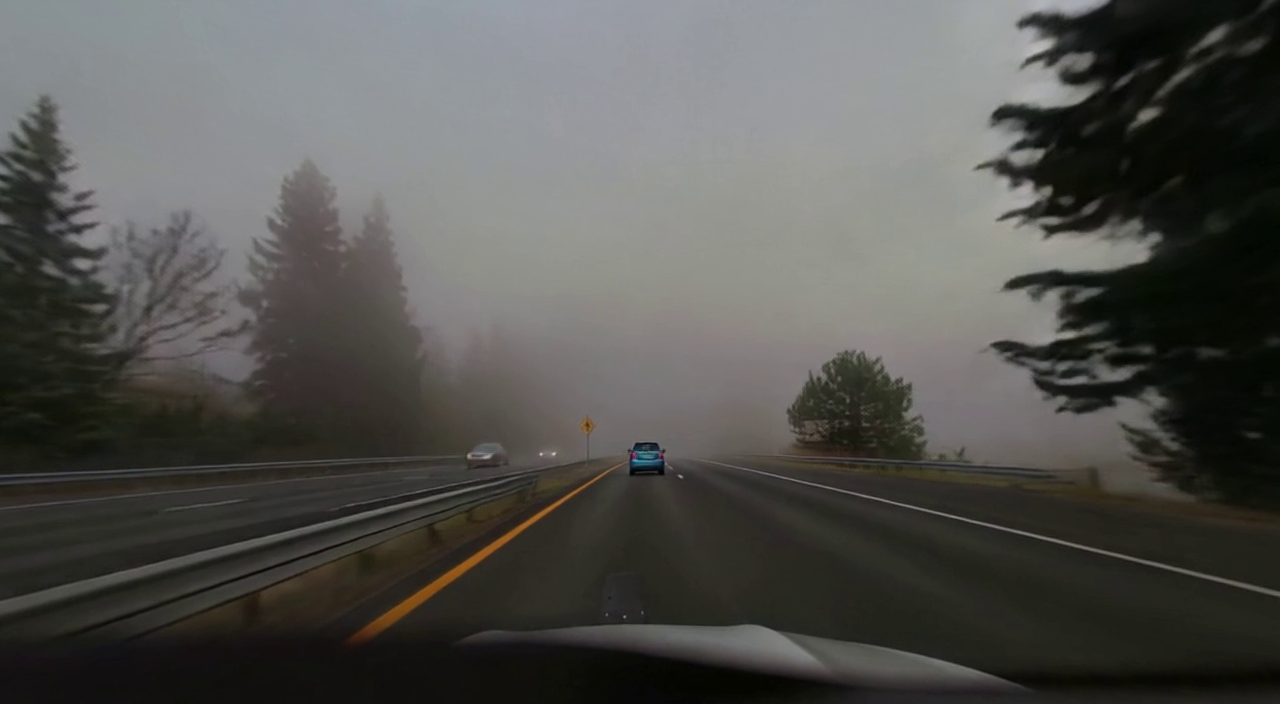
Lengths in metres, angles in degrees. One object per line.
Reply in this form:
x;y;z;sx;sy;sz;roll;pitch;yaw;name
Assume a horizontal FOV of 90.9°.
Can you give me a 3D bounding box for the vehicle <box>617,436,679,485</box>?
0.283;4.122;24.211;2.190;1.706;4.062;0;-9;0;vehicle
